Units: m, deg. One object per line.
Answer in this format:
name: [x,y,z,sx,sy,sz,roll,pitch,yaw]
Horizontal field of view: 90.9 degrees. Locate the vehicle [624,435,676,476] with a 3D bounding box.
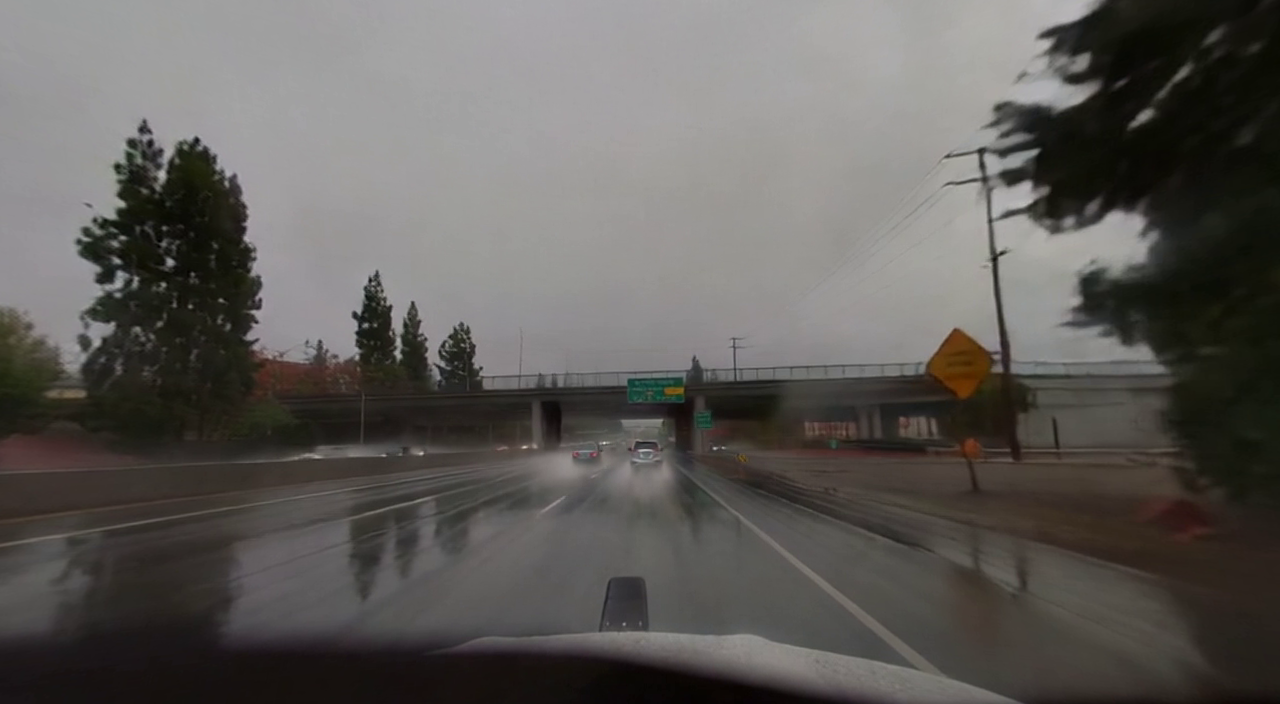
vehicle: [0.415,4.625,28.395,2.152,1.697,4.066,0,-8,0]

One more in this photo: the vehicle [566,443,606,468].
vehicle: [-3.350,6.468,39.848,2.056,1.464,4.564,0,-8,1]

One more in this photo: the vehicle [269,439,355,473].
vehicle: [-20.707,6.571,40.197,2.228,1.965,5.911,0,-8,1]
